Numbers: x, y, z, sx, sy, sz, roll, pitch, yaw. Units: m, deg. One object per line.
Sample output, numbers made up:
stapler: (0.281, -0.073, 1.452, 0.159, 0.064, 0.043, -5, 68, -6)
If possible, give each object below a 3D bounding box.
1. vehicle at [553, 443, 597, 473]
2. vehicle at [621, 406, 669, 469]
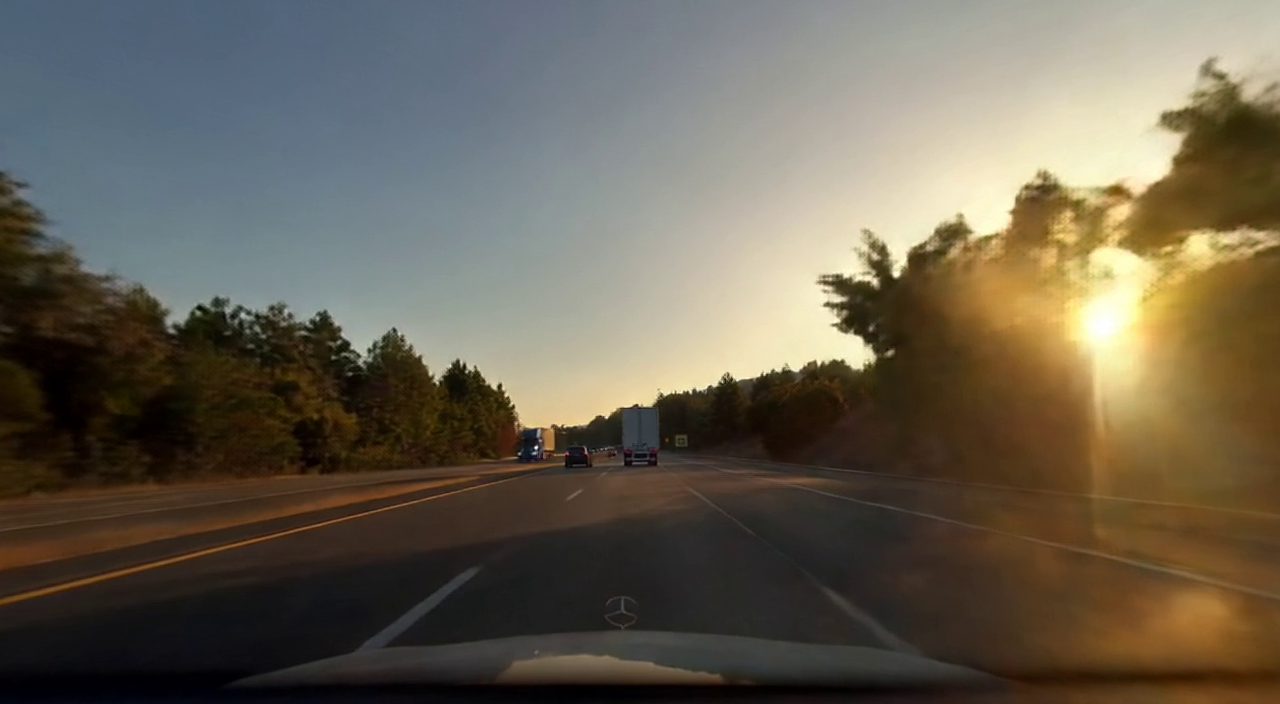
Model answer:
vehicle: (-3.684, 6.128, 36.354, 2.112, 1.645, 4.129, 0, -9, 0)
vehicle: (0.278, 6.402, 46.134, 3.100, 4.091, 10.664, 0, -9, 0)
